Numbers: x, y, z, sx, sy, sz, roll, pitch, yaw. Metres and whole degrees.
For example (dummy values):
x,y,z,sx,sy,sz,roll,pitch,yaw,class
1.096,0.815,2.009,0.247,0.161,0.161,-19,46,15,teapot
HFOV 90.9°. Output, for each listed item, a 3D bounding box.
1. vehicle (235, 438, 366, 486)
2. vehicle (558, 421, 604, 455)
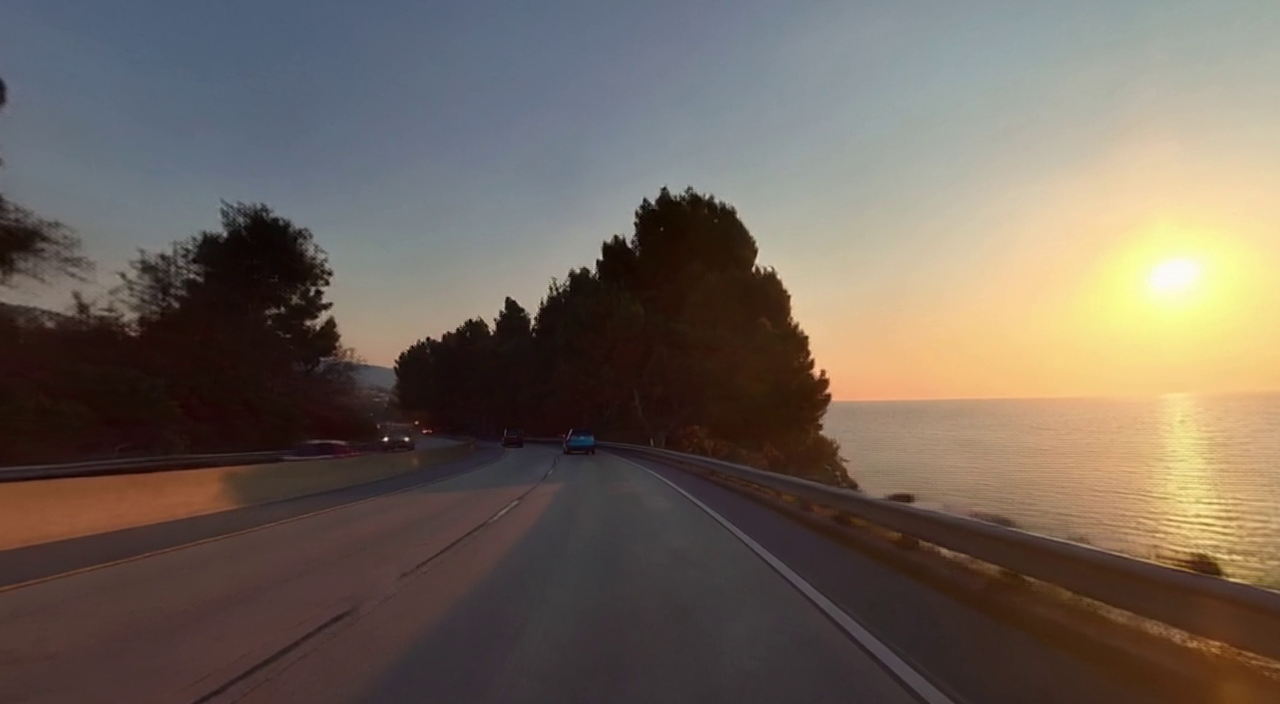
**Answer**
x,y,z,sx,sy,sz,roll,pitch,yaw,class
-11.314,3.696,21.428,2.287,1.438,4.244,1,-9,-4,vehicle
-4.079,5.856,42.652,2.632,2.162,5.529,2,-9,-10,vehicle
